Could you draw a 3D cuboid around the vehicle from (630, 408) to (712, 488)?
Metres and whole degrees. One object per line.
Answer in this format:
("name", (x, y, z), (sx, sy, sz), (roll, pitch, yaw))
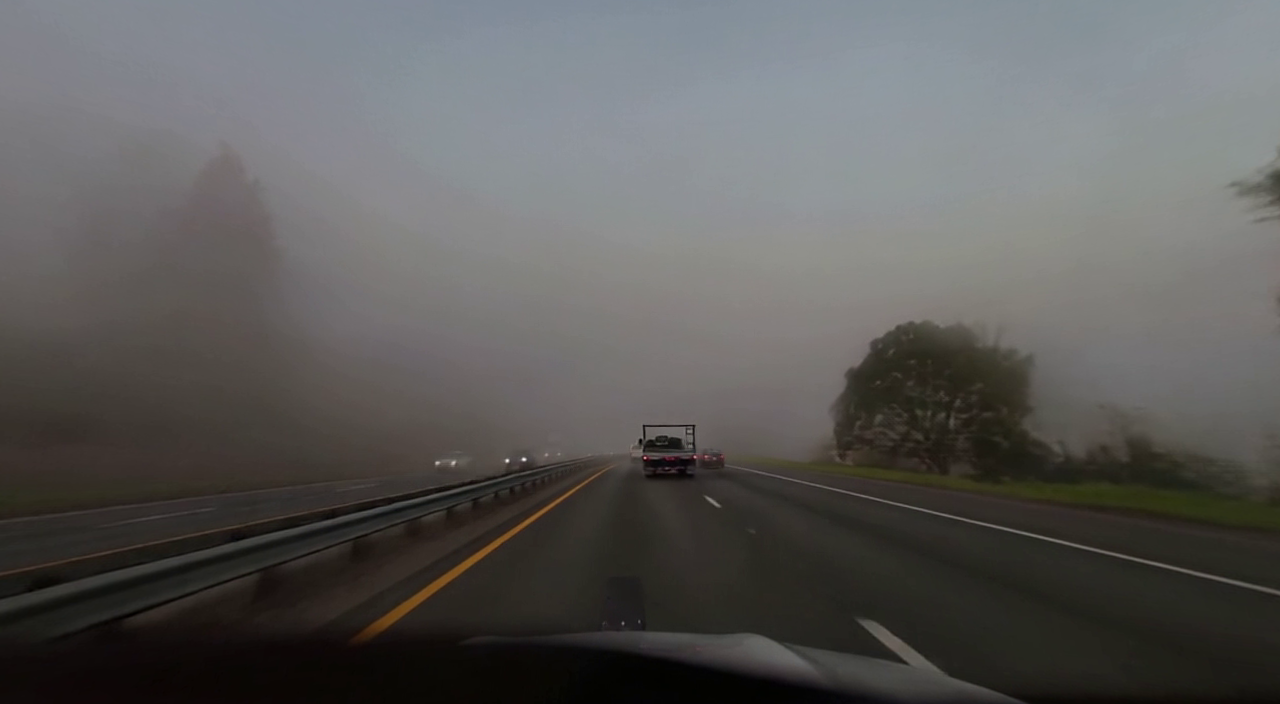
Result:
("vehicle", (0.925, 3.407, 22.439), (2.423, 2.517, 5.055), (0, -9, -3))

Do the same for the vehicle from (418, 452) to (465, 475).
("vehicle", (-13.349, 7.500, 42.611), (1.900, 1.459, 3.853), (0, -9, 1))

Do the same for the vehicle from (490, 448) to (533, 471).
("vehicle", (-9.039, 7.609, 44.750), (2.090, 1.496, 4.568), (0, -9, 1))
